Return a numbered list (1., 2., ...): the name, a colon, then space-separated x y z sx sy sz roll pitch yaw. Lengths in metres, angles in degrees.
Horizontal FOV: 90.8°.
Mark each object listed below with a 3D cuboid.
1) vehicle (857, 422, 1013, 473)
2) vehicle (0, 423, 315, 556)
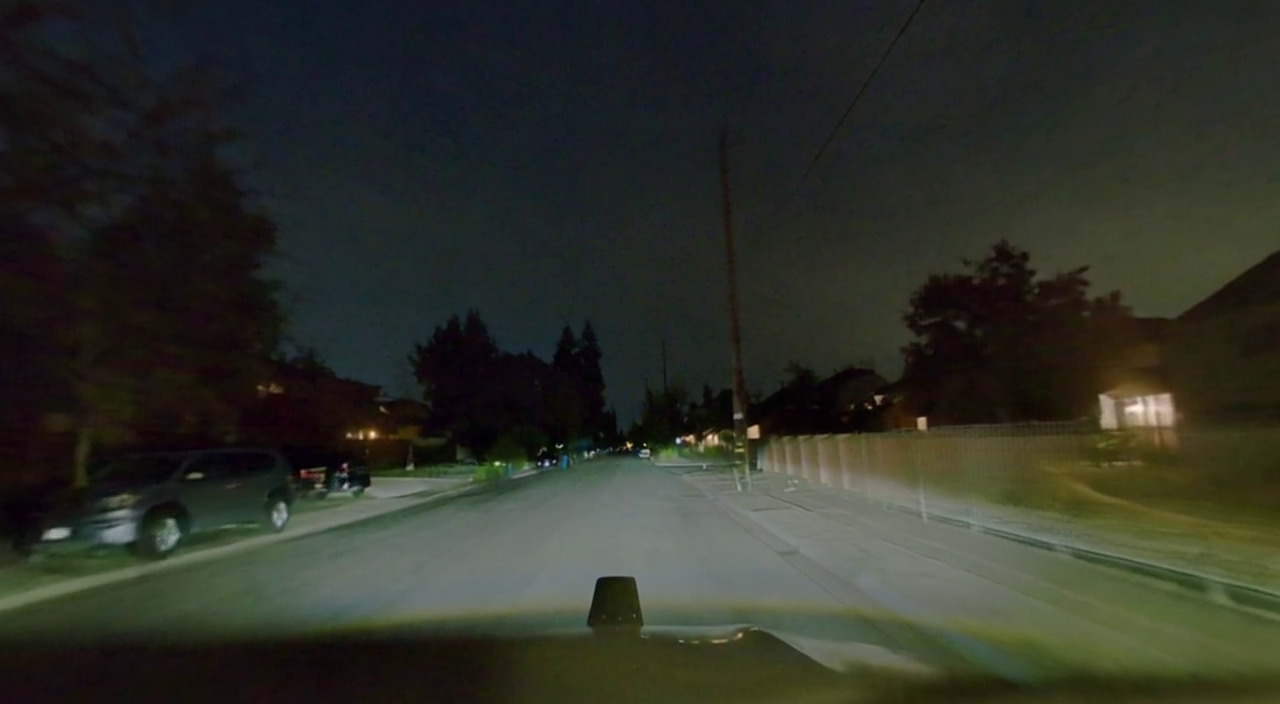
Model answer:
1. vehicle: 12.093 3.931 26.115 5.367 1.953 2.257 1 -9 -9
2. vehicle: -8.427 2.391 11.518 2.352 1.843 4.979 -1 -10 0
